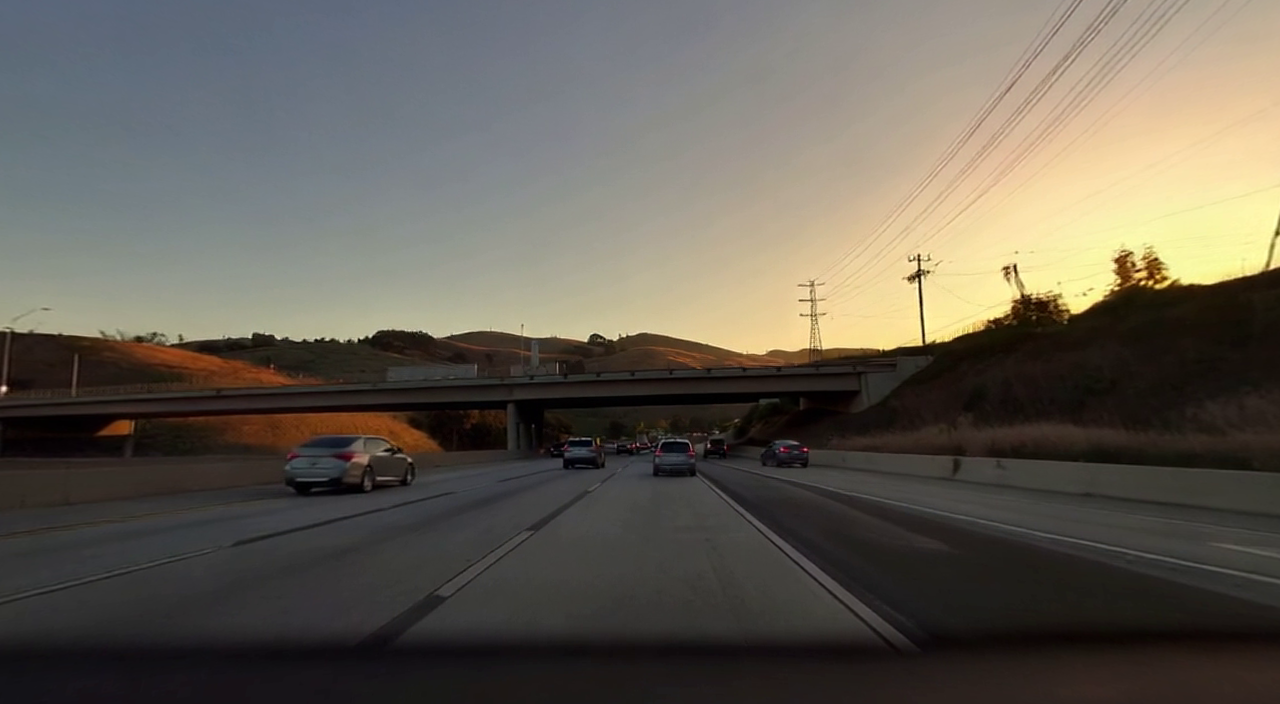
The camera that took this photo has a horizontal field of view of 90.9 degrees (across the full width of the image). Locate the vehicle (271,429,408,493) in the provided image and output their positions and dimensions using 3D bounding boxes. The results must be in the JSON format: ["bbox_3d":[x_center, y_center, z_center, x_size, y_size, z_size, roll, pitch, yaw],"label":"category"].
[{"bbox_3d":[-8.944,3.284,19.336,2.062,1.702,4.587,0,-8,-2],"label":"vehicle"}]

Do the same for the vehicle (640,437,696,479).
[{"bbox_3d":[1.137,4.467,26.803,2.193,1.651,3.946,0,-8,1],"label":"vehicle"}]

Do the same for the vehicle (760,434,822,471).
[{"bbox_3d":[8.528,5.736,36.063,2.059,1.938,4.793,0,-8,-4],"label":"vehicle"}]

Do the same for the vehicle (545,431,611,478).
[{"bbox_3d":[-2.631,4.515,27.998,2.228,1.845,4.847,-1,-8,2],"label":"vehicle"}]
